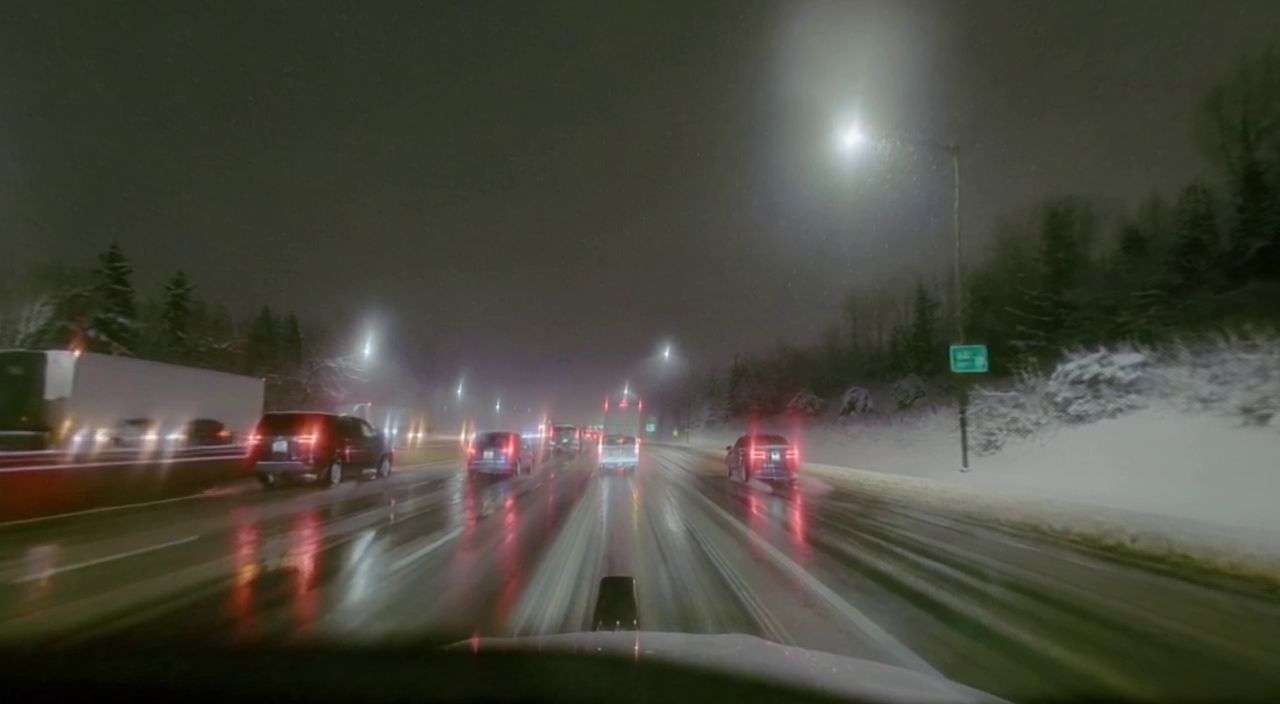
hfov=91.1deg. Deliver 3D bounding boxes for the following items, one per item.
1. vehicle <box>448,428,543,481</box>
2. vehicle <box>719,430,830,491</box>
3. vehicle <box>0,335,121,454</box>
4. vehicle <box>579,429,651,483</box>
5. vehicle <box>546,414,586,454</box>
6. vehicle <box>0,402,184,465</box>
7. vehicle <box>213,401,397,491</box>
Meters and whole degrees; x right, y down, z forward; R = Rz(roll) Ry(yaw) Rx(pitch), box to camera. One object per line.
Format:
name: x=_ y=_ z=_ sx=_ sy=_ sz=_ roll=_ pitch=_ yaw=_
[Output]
vehicle: x=-4.473 y=3.228 z=20.205 sx=2.046 sy=1.493 sz=4.384 roll=0 pitch=-8 yaw=0
vehicle: x=3.594 y=2.975 z=17.734 sx=1.981 sy=1.474 sz=4.396 roll=0 pitch=-8 yaw=-3
vehicle: x=-22.980 y=1.690 z=23.144 sx=2.975 sy=3.953 sz=5.356 roll=1 pitch=-8 yaw=-2
vehicle: x=-0.735 y=3.134 z=19.296 sx=1.980 sy=1.478 sz=3.758 roll=0 pitch=-8 yaw=-1
vehicle: x=-5.101 y=5.758 z=44.108 sx=2.303 sy=2.610 sz=6.579 roll=0 pitch=-8 yaw=-3
vehicle: x=-15.238 y=2.290 z=17.587 sx=1.831 sy=1.512 sz=4.273 roll=0 pitch=-8 yaw=-2
vehicle: x=-8.192 y=2.361 z=16.036 sx=2.158 sy=1.943 sz=4.662 roll=0 pitch=-8 yaw=-1
